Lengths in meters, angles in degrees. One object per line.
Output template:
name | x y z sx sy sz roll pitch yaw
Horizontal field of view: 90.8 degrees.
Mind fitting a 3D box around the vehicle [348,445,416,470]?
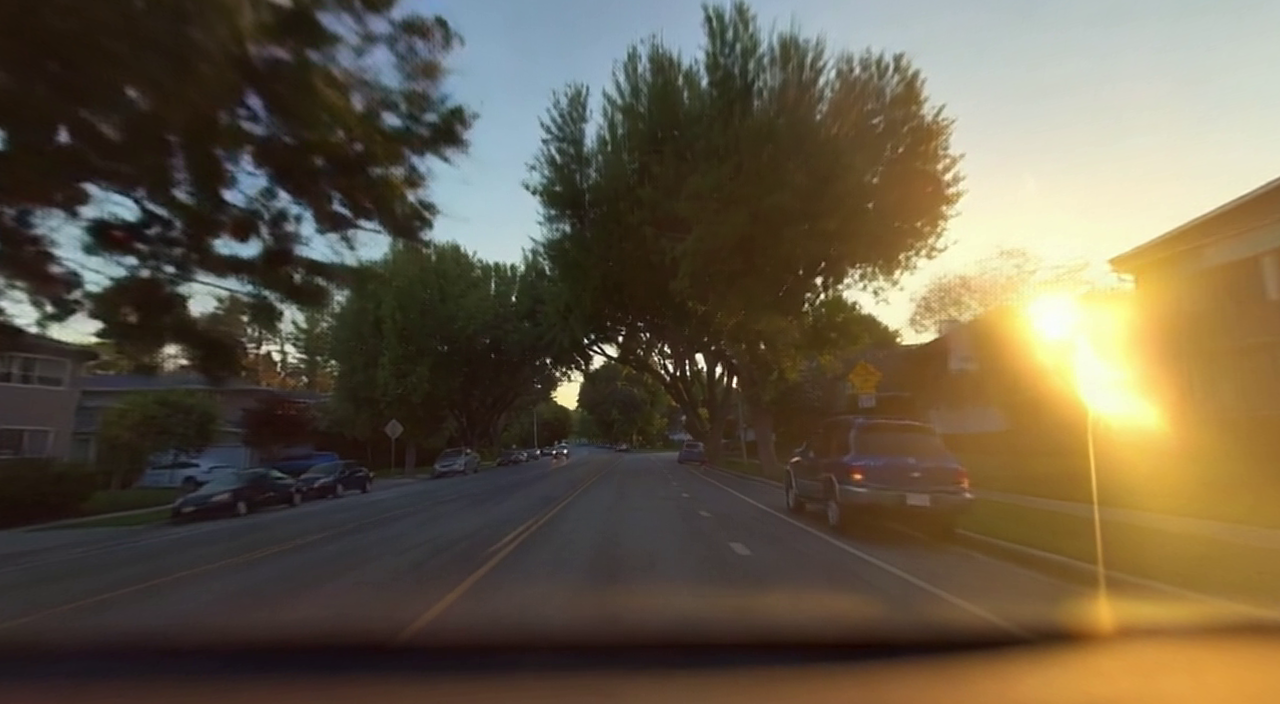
vehicle | -20.298 8.336 49.843 4.398 1.902 2.043 0 -8 1

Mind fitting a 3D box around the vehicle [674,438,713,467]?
vehicle | 3.566 6.832 43.166 2.176 1.793 5.534 0 -8 -1

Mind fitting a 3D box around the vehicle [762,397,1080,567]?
vehicle | 3.826 1.937 10.319 2.319 1.938 5.961 0 -8 -1

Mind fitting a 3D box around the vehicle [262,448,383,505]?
vehicle | -11.126 4.353 22.607 1.981 1.790 4.682 0 -8 -1

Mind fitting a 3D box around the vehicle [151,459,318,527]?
vehicle | -11.094 3.828 17.764 1.815 1.532 4.517 0 -8 -2

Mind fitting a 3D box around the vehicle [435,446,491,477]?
vehicle | -11.210 6.933 40.376 2.293 1.836 4.586 0 -8 -1
